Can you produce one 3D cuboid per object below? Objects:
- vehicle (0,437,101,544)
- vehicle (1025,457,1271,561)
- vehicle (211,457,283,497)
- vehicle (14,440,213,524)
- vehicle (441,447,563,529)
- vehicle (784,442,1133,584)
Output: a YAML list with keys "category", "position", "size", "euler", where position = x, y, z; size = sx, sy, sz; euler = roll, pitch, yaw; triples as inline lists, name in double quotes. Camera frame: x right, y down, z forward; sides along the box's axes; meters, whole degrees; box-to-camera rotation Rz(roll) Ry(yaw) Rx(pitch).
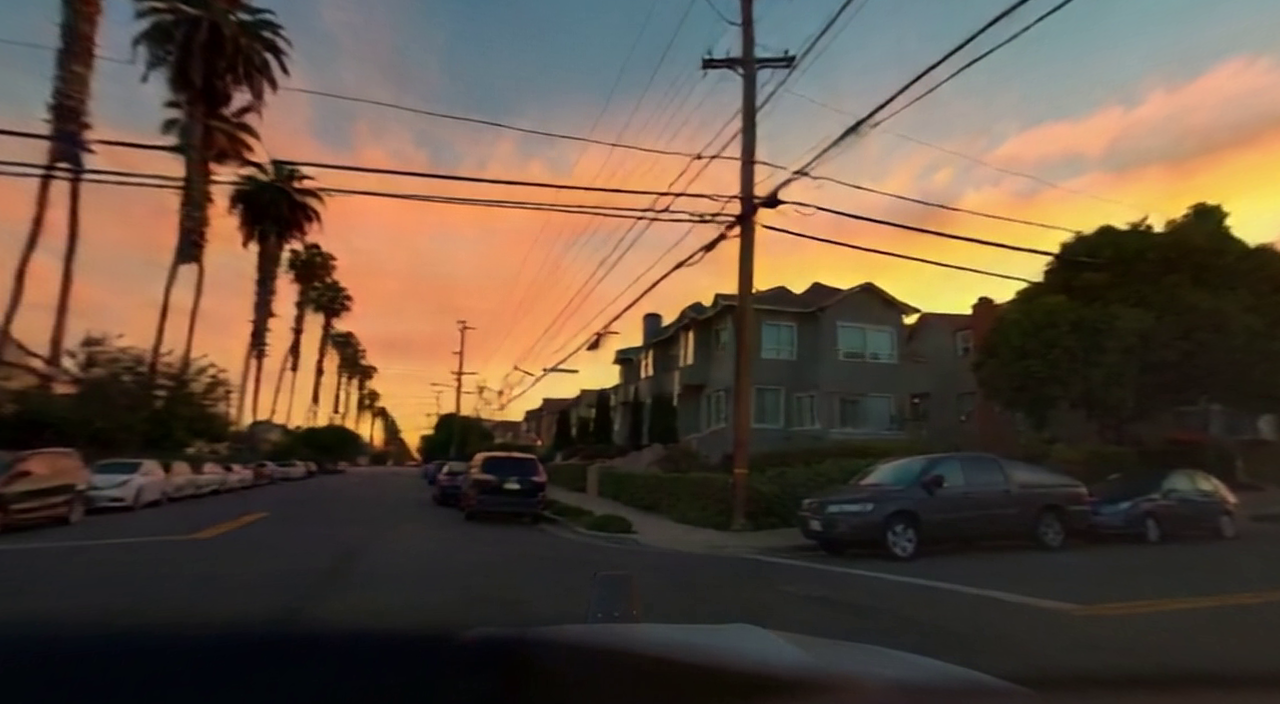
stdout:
- category: "vehicle"
  position: [-12.106, 2.441, 11.481]
  size: [2.198, 1.724, 4.493]
  euler: [4, -10, -24]
- category: "vehicle"
  position: [11.148, 3.310, 13.936]
  size: [4.436, 1.756, 2.150]
  euler: [2, -8, -21]
- category: "vehicle"
  position: [-20.424, 6.456, 33.087]
  size: [2.178, 1.865, 4.658]
  euler: [3, -9, -20]
- category: "vehicle"
  position: [-14.482, 3.535, 18.009]
  size: [2.301, 1.939, 6.143]
  euler: [3, -9, -20]
- category: "vehicle"
  position: [-4.128, 3.673, 17.985]
  size: [2.505, 1.895, 5.805]
  euler: [3, -9, -20]
- category: "vehicle"
  position: [5.958, 2.768, 11.834]
  size: [5.971, 1.967, 2.385]
  euler: [2, -9, -23]
